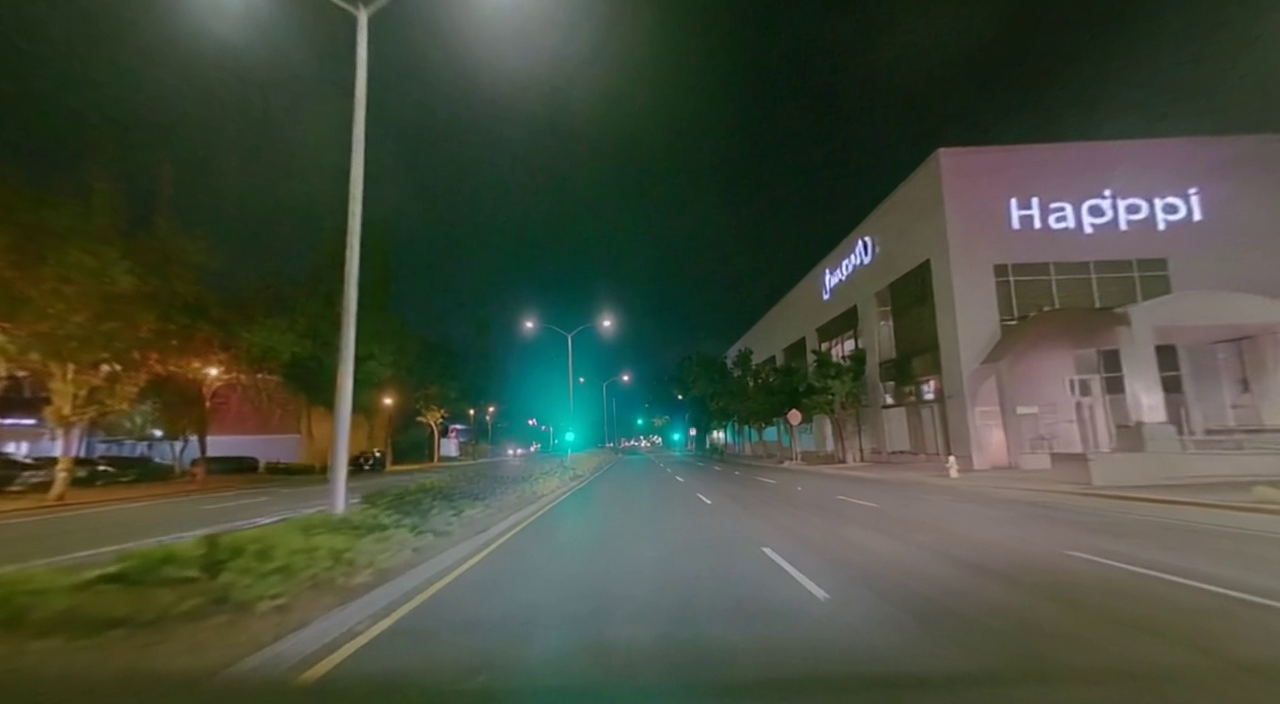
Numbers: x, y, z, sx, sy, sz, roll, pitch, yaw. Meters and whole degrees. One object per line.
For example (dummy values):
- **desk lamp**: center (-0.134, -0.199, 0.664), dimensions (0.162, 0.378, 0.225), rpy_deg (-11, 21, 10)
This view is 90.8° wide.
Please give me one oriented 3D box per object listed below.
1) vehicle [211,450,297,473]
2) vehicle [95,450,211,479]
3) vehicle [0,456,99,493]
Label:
- **vehicle**: center (-24.328, 6.906, 40.040), dimensions (4.296, 1.406, 1.920), rpy_deg (3, -9, -21)
- **vehicle**: center (-26.564, 6.125, 34.713), dimensions (4.623, 1.462, 2.069), rpy_deg (4, -9, -25)
- **vehicle**: center (-26.229, 5.195, 26.891), dimensions (4.449, 1.408, 1.908), rpy_deg (5, -10, -29)
